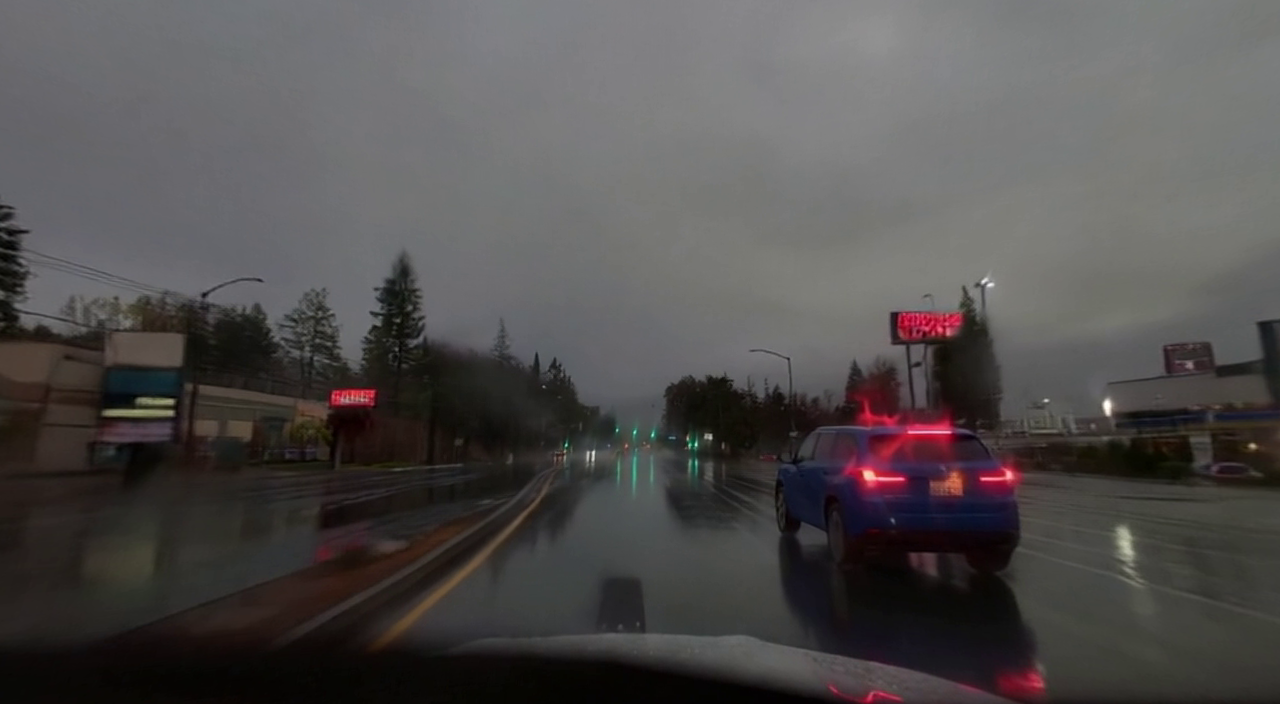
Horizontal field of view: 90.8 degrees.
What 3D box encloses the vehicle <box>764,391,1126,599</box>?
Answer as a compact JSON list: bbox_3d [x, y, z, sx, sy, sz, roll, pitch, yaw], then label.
[{"bbox_3d":[3.100,1.583,7.853,2.130,1.790,4.615,0,-9,-1],"label":"vehicle"}]
